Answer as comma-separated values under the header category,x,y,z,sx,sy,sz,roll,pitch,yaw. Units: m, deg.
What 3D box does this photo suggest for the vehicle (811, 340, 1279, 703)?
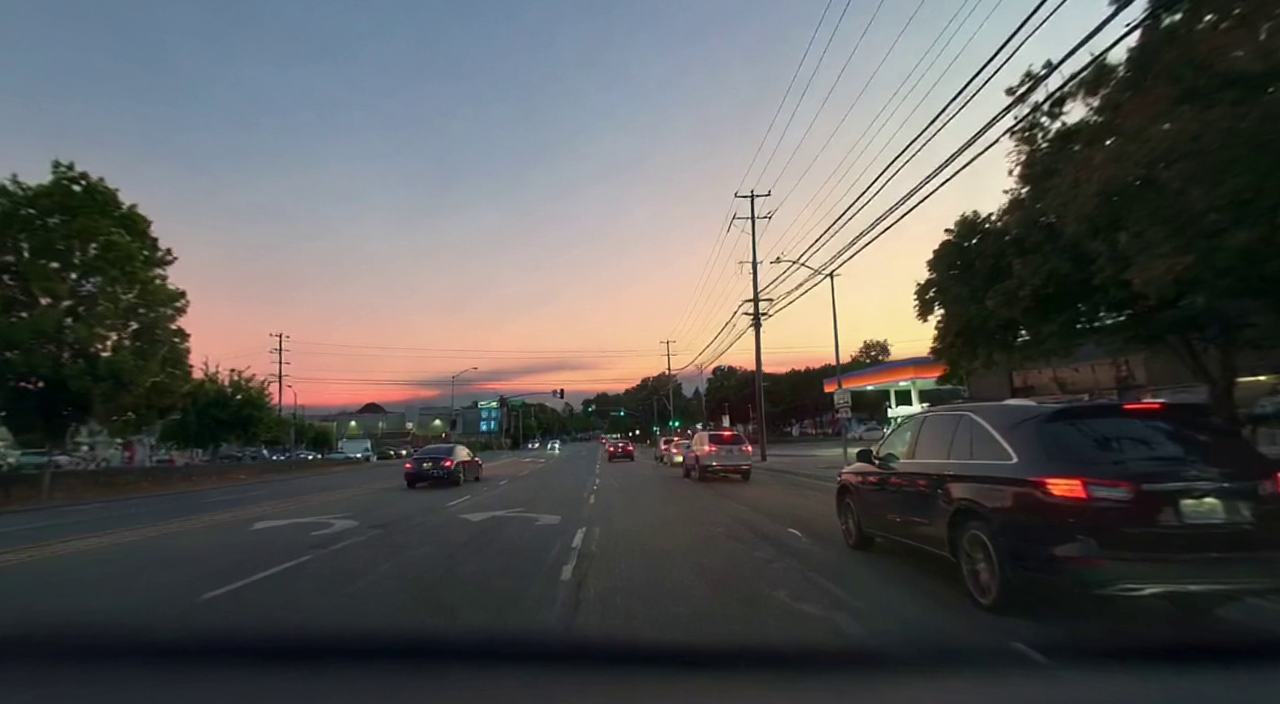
category,x,y,z,sx,sy,sz,roll,pitch,yaw
vehicle,3.724,1.224,5.834,2.582,1.810,5.315,0,-9,-3

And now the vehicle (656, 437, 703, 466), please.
category,x,y,z,sx,sy,sz,roll,pitch,yaw
vehicle,2.134,5.521,35.224,1.945,1.470,4.363,0,-9,-5

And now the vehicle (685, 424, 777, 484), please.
category,x,y,z,sx,sy,sz,roll,pitch,yaw
vehicle,3.052,3.578,22.373,2.124,1.824,4.973,0,-9,-5

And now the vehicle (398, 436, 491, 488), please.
category,x,y,z,sx,sy,sz,roll,pitch,yaw
vehicle,-6.204,3.538,20.596,2.075,1.470,4.190,0,-9,-6

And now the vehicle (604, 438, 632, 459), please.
category,x,y,z,sx,sy,sz,roll,pitch,yaw
vehicle,-1.751,7.534,49.383,2.065,1.484,3.894,0,-9,-4
